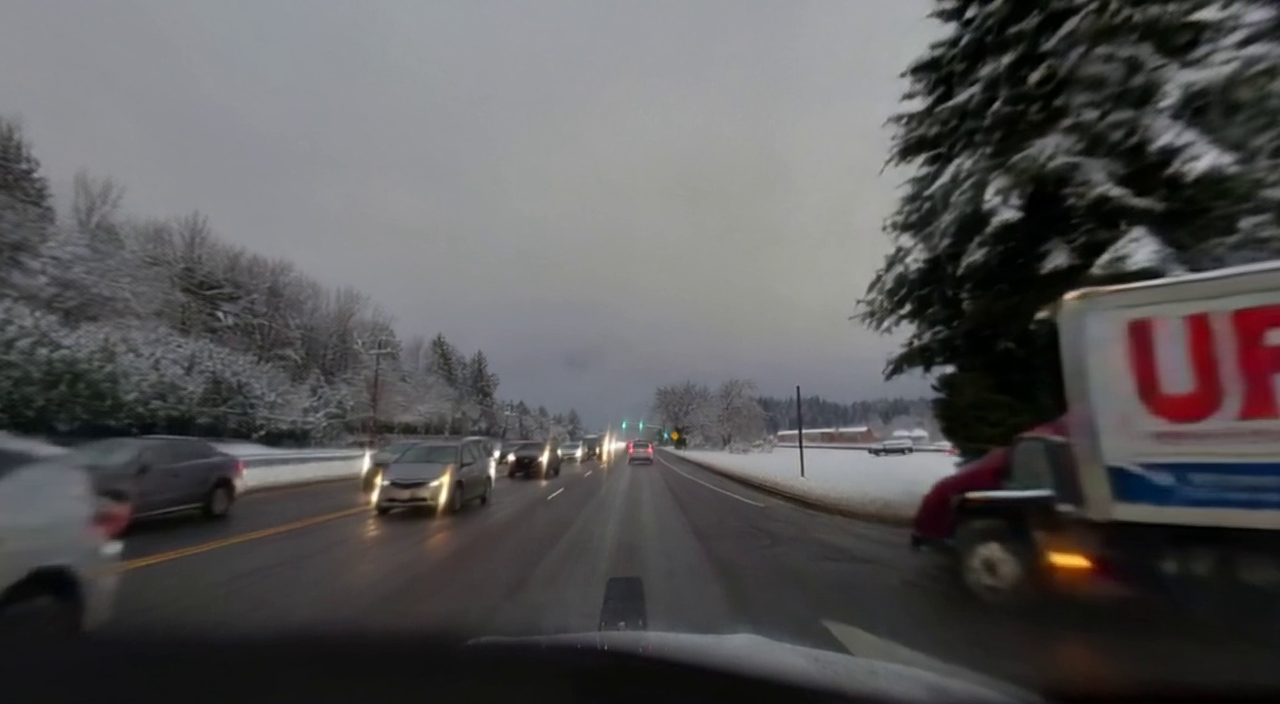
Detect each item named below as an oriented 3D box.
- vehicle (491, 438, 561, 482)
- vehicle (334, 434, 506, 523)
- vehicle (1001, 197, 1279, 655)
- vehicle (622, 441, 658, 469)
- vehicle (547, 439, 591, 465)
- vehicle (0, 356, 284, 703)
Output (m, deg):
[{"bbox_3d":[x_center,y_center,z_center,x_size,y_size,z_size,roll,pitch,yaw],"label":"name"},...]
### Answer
[{"bbox_3d":[-4.237,4.065,24.106,1.871,1.502,4.240,0,-8,1],"label":"vehicle"},{"bbox_3d":[-4.226,2.488,13.012,1.904,1.496,4.481,0,-8,0],"label":"vehicle"},{"bbox_3d":[7.382,0.317,3.406,3.138,3.120,8.670,7,-11,-42],"label":"vehicle"},{"bbox_3d":[0.004,5.632,34.629,1.875,1.453,3.888,0,-8,0],"label":"vehicle"},{"bbox_3d":[-4.173,5.979,37.825,1.975,1.447,4.356,-1,-8,2],"label":"vehicle"},{"bbox_3d":[-3.536,0.812,2.145,2.007,1.664,4.431,0,-8,1],"label":"vehicle"}]
